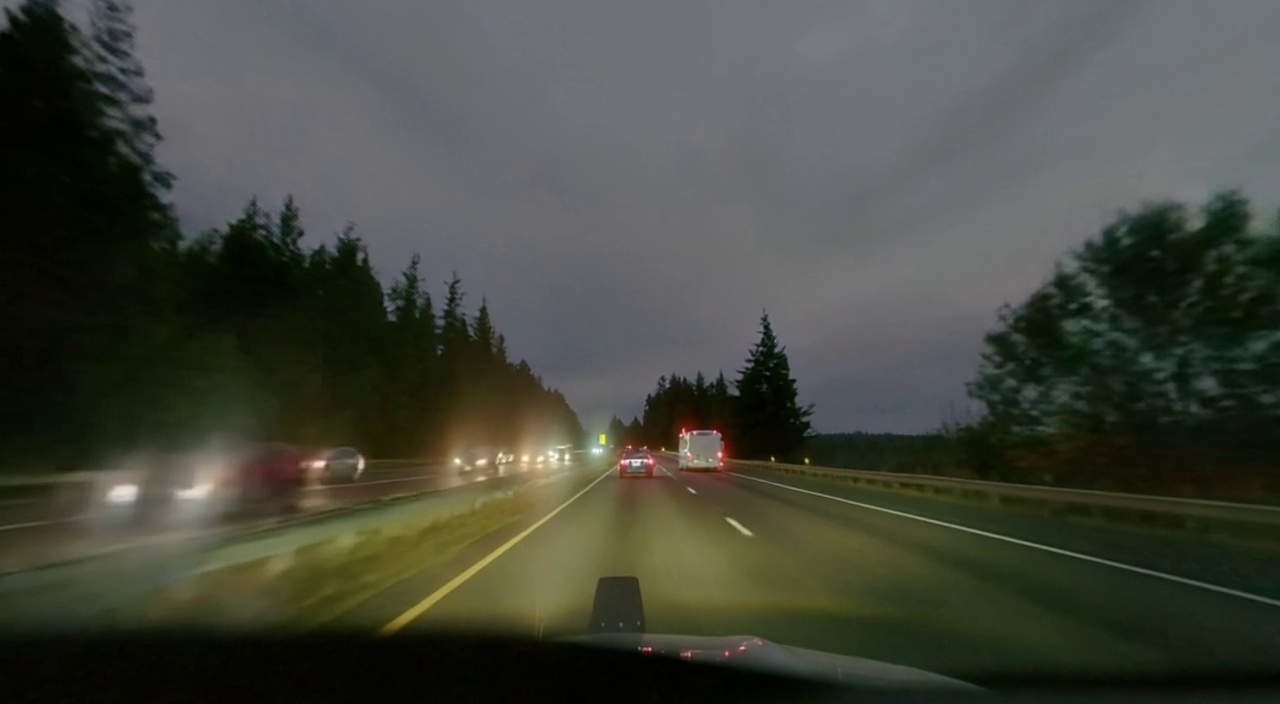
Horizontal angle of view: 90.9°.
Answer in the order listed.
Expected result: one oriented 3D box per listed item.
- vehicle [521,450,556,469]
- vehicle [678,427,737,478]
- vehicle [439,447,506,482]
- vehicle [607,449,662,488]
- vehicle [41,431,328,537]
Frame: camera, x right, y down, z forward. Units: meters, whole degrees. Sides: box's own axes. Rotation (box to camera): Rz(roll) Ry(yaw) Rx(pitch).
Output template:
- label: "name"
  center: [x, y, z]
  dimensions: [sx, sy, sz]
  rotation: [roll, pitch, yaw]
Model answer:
- label: "vehicle"
  center: [-7.831, 8.280, 48.824]
  dimensions: [1.970, 1.383, 4.178]
  rotation: [0, -9, 0]
- label: "vehicle"
  center: [3.688, 5.656, 35.617]
  dimensions: [2.513, 2.633, 5.930]
  rotation: [0, -9, -2]
- label: "vehicle"
  center: [-7.671, 5.166, 29.282]
  dimensions: [1.898, 1.464, 4.386]
  rotation: [0, -9, 0]
- label: "vehicle"
  center: [-0.224, 4.670, 25.514]
  dimensions: [2.037, 1.417, 3.885]
  rotation: [0, -9, 0]
- label: "vehicle"
  center: [-7.365, 2.157, 10.853]
  dimensions: [1.833, 1.444, 4.120]
  rotation: [0, -9, 0]
